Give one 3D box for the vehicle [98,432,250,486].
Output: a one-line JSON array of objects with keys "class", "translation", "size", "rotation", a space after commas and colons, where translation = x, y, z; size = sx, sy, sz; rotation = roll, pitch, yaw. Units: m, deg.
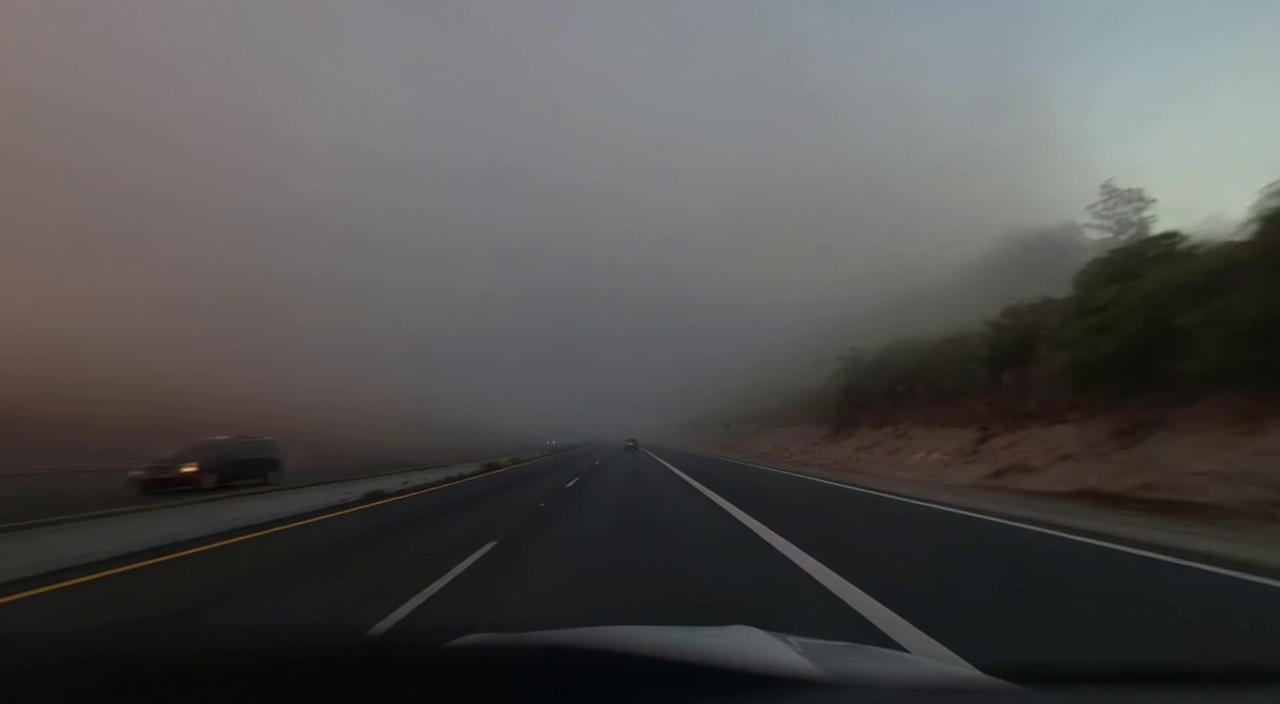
[{"class": "vehicle", "translation": [-14.742, 3.382, 20.236], "size": [1.802, 1.527, 4.067], "rotation": [0, -8, -1]}]
